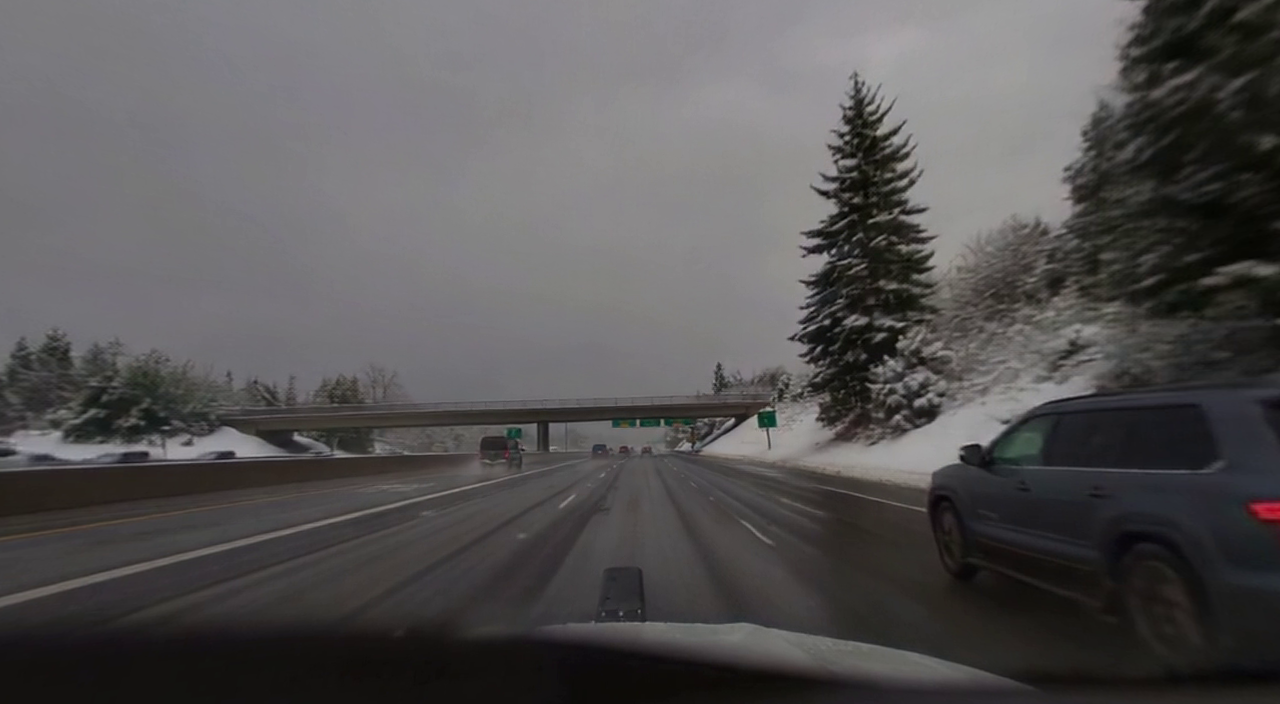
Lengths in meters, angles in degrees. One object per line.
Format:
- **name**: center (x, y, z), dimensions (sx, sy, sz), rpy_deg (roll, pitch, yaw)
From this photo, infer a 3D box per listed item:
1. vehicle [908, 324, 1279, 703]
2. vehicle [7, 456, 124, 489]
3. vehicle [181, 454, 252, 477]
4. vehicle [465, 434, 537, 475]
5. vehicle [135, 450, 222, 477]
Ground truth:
- **vehicle**: center (3.645, 0.990, 4.049), dimensions (1.990, 1.735, 4.276), rpy_deg (0, -9, 1)
- **vehicle**: center (-29.989, 6.261, 33.085), dimensions (1.837, 1.506, 4.537), rpy_deg (0, -9, 0)
- **vehicle**: center (-29.784, 7.972, 44.480), dimensions (1.834, 1.511, 4.548), rpy_deg (0, -9, 0)
- **vehicle**: center (-7.223, 5.396, 33.451), dimensions (2.341, 1.959, 5.684), rpy_deg (0, -9, 1)
- **vehicle**: center (-33.715, 8.110, 46.218), dimensions (2.102, 1.858, 5.611), rpy_deg (0, -9, 0)
